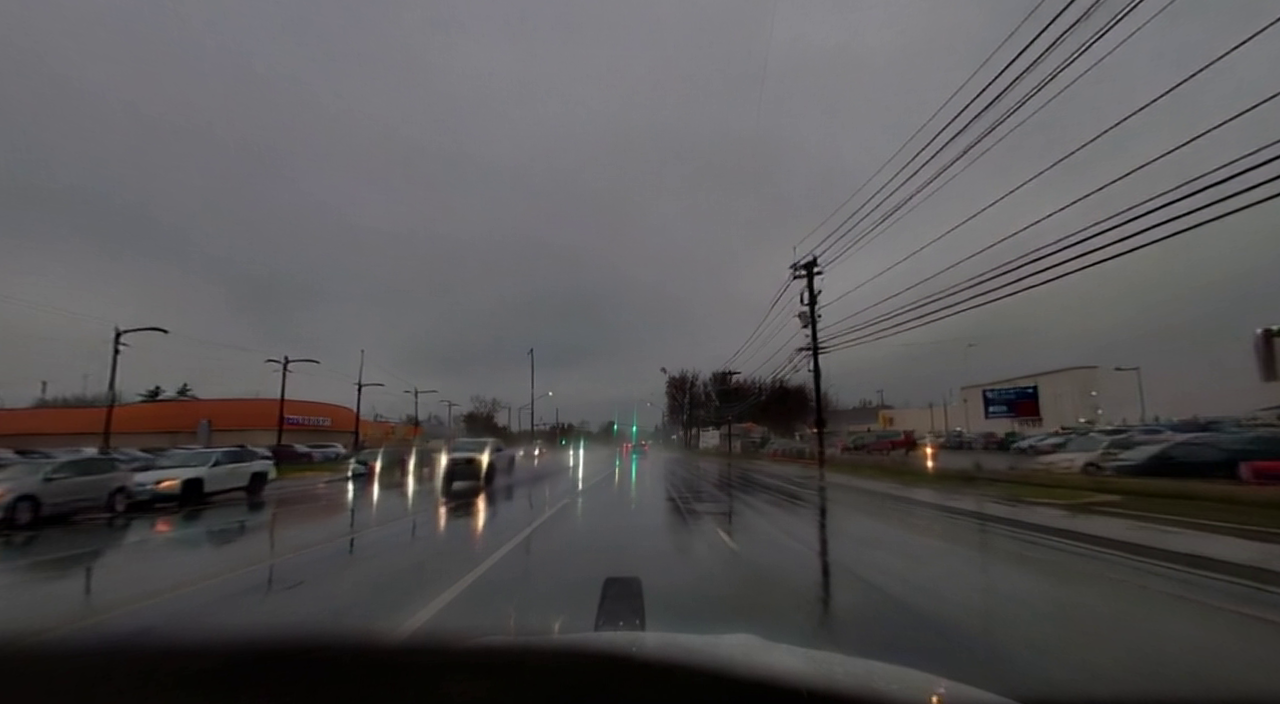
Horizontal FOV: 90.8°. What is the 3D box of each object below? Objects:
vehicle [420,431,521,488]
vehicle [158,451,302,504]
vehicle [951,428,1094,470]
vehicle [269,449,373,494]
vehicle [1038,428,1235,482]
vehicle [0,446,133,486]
[{"bbox_3d":[-5.958,3.857,23.053,2.180,1.805,5.170,0,-8,1],"label":"vehicle"},{"bbox_3d":[-13.821,4.210,21.700,1.901,1.552,4.541,0,-8,0],"label":"vehicle"},{"bbox_3d":[14.895,3.780,24.798,4.300,1.431,1.937,-2,-7,1],"label":"vehicle"},{"bbox_3d":[-13.647,5.089,27.438,1.793,1.534,5.400,-2,-7,-1],"label":"vehicle"},{"bbox_3d":[15.043,3.118,19.351,4.396,1.412,1.858,-2,-6,2],"label":"vehicle"},{"bbox_3d":[-24.527,4.686,26.212,5.137,1.540,1.991,5,-10,-32],"label":"vehicle"}]
